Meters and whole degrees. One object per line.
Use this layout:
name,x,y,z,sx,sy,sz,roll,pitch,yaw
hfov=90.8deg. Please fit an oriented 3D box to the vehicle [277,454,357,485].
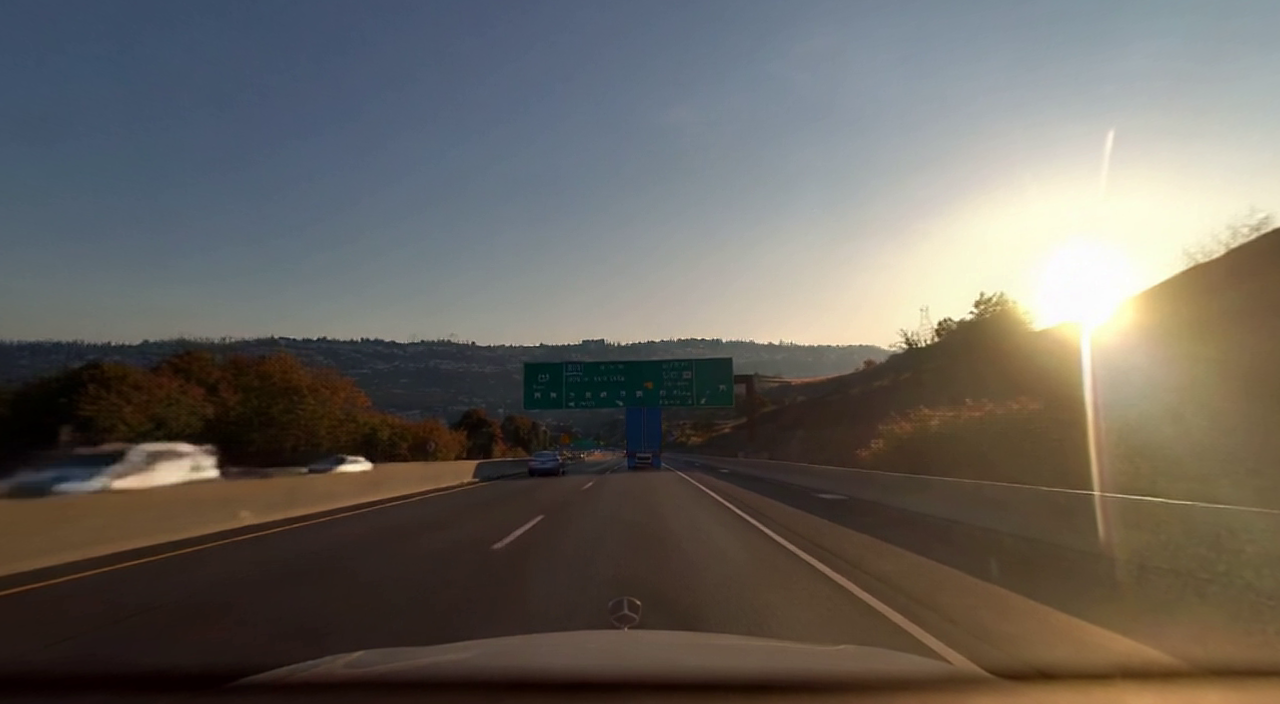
vehicle,-16.602,6.034,32.669,1.738,1.456,4.504,0,-9,0

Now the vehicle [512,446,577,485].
vehicle,-4.021,4.868,27.347,2.053,1.523,4.450,0,-9,0

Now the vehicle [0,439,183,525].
vehicle,-12.495,2.697,13.603,1.944,1.532,4.382,0,-9,0

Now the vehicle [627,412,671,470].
vehicle,0.483,6.658,46.863,2.864,3.805,9.500,0,-9,-2
